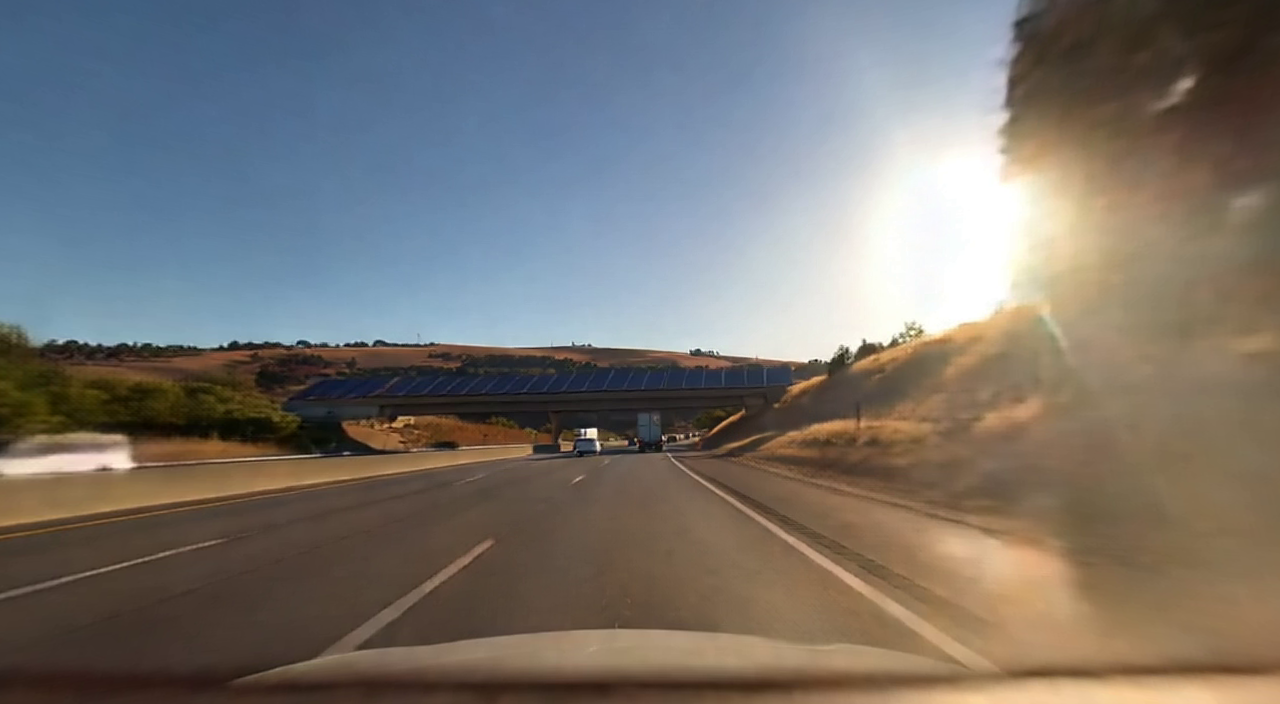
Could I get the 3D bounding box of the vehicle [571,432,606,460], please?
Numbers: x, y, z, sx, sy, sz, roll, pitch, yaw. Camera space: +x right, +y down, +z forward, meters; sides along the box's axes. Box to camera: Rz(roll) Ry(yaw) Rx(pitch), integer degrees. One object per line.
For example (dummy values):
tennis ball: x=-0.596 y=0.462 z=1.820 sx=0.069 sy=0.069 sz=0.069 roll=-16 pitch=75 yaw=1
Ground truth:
vehicle: x=-3.730 y=6.966 z=46.557 sx=2.130 sy=1.935 sz=4.817 roll=-1 pitch=-8 yaw=1
